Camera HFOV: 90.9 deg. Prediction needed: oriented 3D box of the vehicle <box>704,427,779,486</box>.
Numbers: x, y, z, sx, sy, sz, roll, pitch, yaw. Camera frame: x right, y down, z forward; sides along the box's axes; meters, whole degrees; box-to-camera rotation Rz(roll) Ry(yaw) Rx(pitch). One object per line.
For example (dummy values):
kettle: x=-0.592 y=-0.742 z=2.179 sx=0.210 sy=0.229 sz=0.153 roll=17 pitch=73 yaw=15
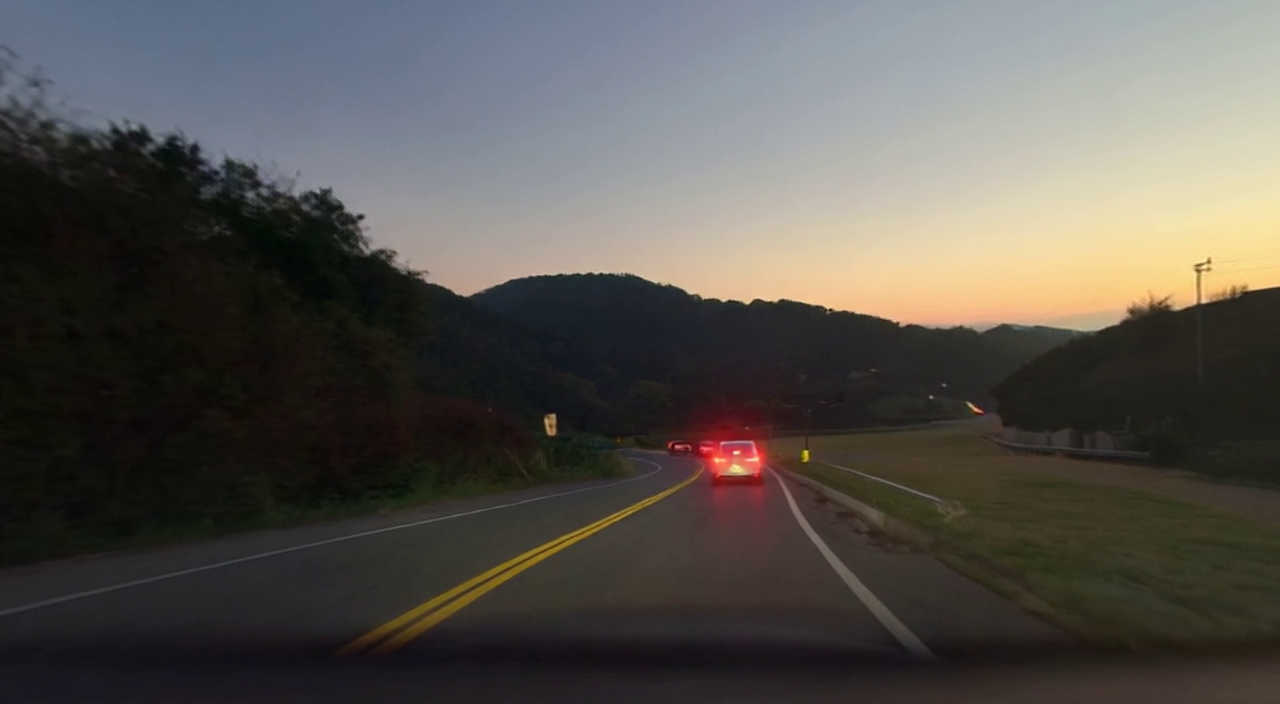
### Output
vehicle: x=3.897 y=3.978 z=24.359 sx=2.500 sy=1.961 sz=5.637 roll=-1 pitch=-8 yaw=9
